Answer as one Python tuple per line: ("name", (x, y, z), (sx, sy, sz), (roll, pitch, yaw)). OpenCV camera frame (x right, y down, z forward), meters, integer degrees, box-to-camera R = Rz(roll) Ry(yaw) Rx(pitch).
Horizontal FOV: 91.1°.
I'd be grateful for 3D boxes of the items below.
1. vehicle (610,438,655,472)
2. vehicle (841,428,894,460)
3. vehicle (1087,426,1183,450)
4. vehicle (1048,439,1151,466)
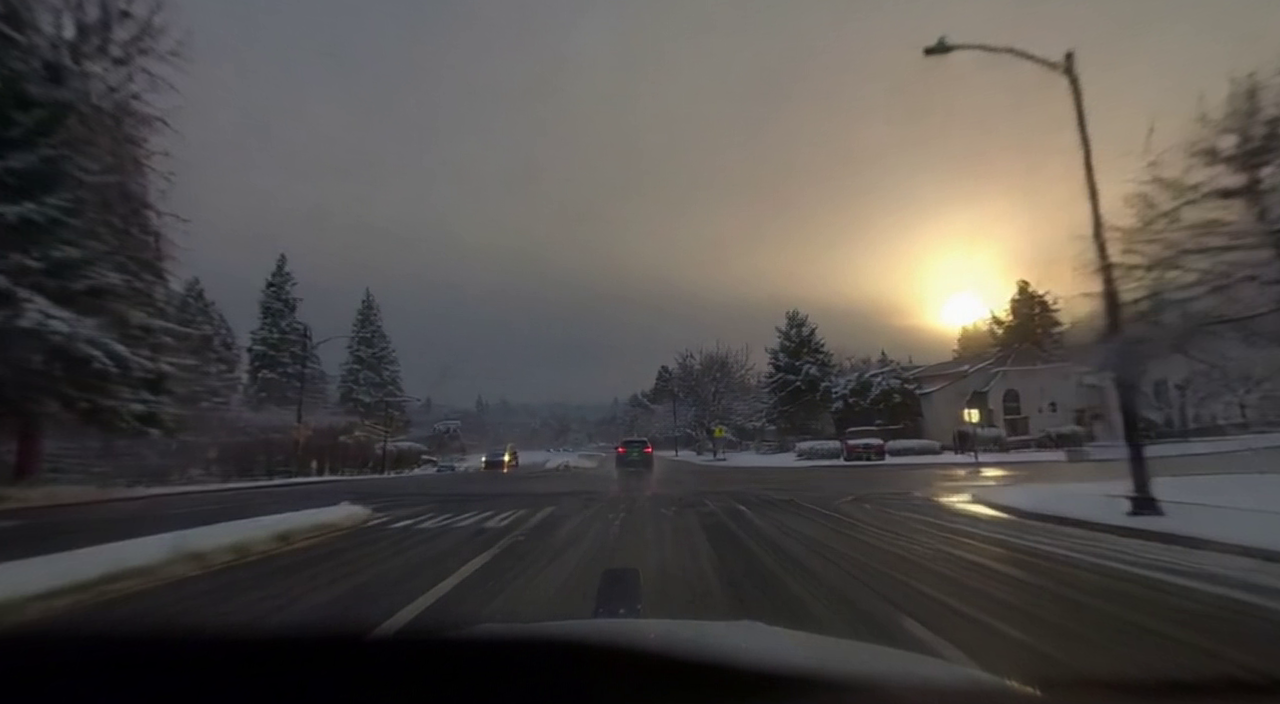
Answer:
("vehicle", (-0.500, 5.848, 35.933), (2.165, 1.783, 4.391), (1, -8, -6))
("vehicle", (14.950, 6.009, 41.024), (2.666, 1.892, 5.391), (-4, -9, 25))
("vehicle", (35.630, 6.232, 45.315), (1.847, 1.578, 4.998), (6, -10, -36))
("vehicle", (24.752, 5.393, 33.844), (4.466, 1.414, 1.977), (2, -9, -15))
